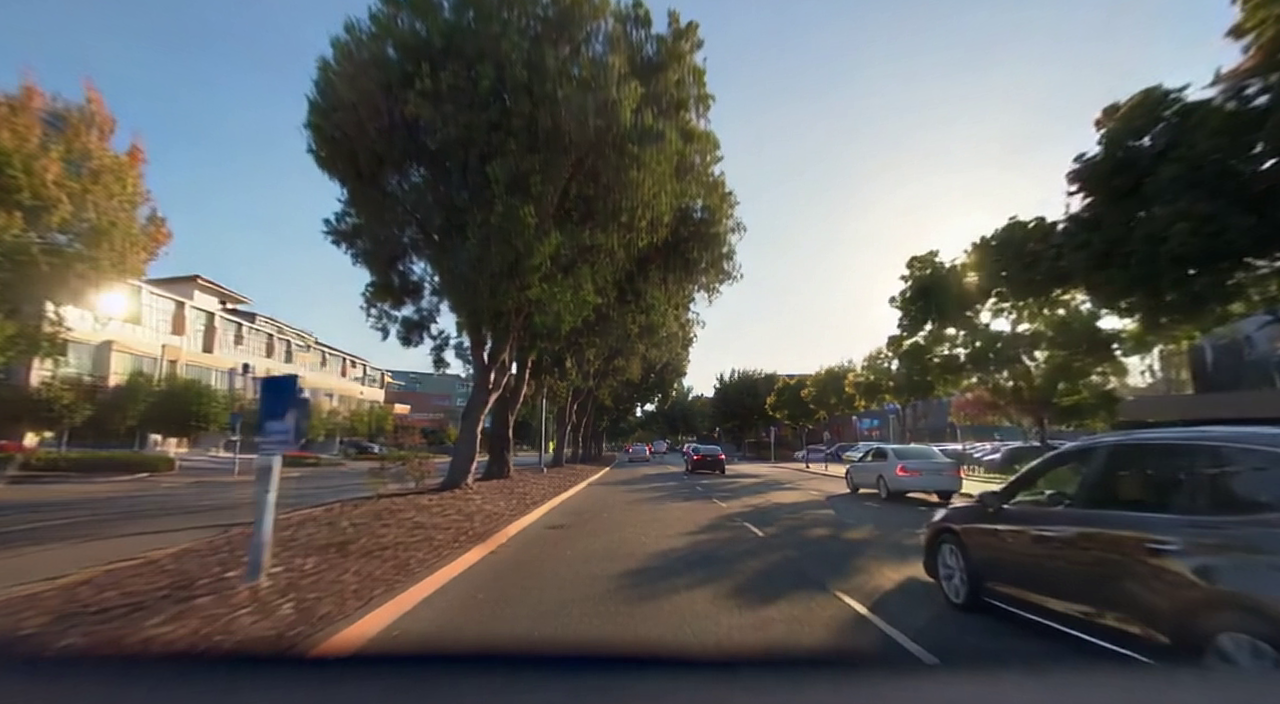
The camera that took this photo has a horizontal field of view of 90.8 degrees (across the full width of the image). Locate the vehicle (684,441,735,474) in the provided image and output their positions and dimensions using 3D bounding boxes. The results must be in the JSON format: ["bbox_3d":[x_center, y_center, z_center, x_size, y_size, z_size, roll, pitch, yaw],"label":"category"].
[{"bbox_3d":[3.433,5.328,32.108,1.953,1.514,4.672,0,-9,-2],"label":"vehicle"}]

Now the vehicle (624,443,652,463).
[{"bbox_3d":[-0.198,7.786,48.909,2.095,1.456,3.873,0,-9,-1],"label":"vehicle"}]

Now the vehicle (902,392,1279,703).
[{"bbox_3d":[3.386,1.091,3.567,2.034,1.496,4.040,0,-9,-1],"label":"vehicle"}]
